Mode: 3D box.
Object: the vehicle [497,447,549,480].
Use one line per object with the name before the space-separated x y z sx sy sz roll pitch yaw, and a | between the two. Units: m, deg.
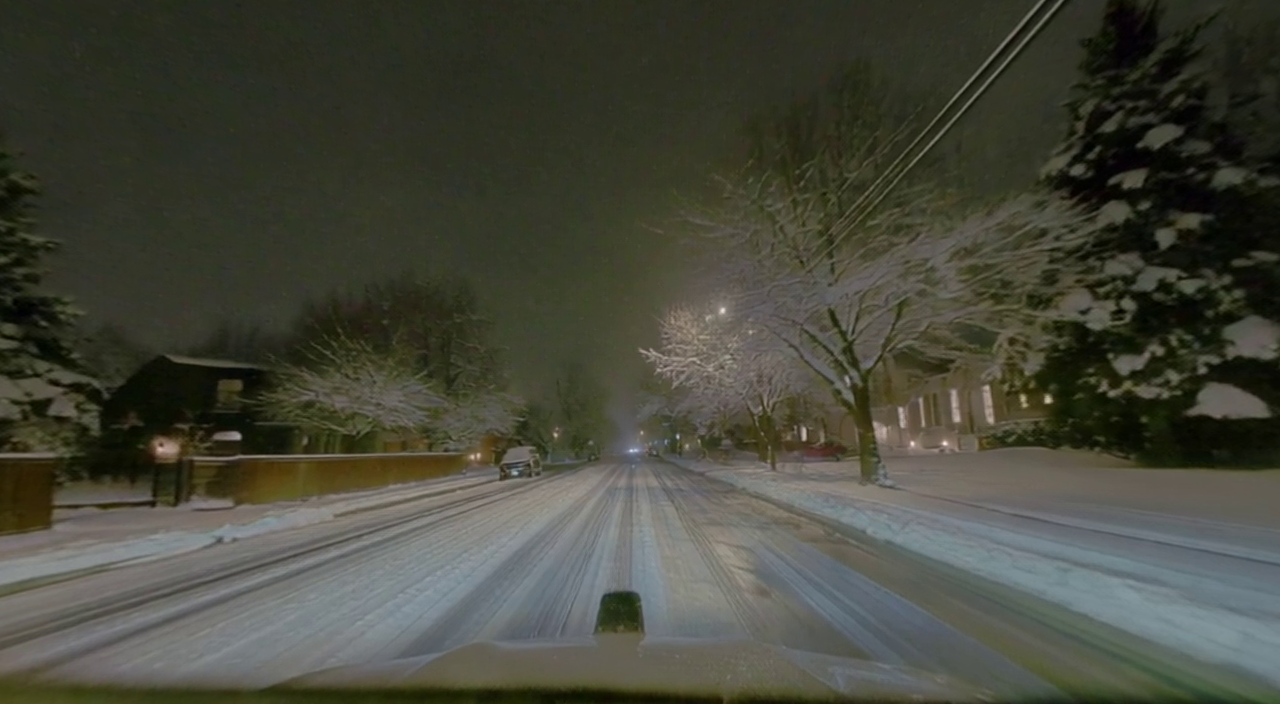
vehicle | -6.601 6.321 36.140 2.078 1.745 5.119 0 -9 -1
